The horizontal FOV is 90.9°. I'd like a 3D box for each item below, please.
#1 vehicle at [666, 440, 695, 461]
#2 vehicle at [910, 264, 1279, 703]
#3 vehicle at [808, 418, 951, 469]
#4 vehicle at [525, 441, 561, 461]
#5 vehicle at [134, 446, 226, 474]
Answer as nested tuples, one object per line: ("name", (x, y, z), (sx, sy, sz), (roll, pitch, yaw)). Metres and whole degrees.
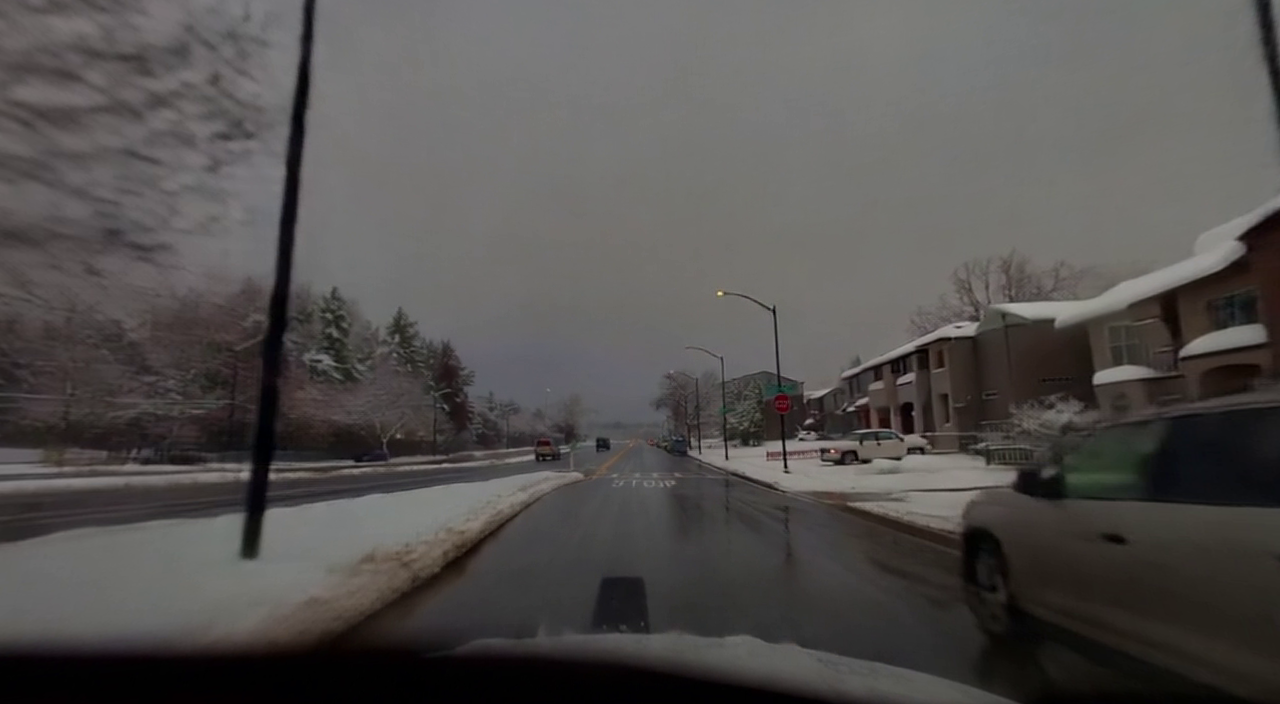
("vehicle", (2.995, 7.430, 47.584), (1.990, 1.508, 4.123), (0, -9, 1))
("vehicle", (3.066, 0.721, 2.448), (2.067, 1.846, 4.384), (0, -9, 0))
("vehicle", (9.652, 3.735, 25.731), (4.823, 1.667, 2.165), (-4, -9, 0))
("vehicle", (-7.579, 7.781, 49.492), (2.024, 1.532, 3.863), (-1, -9, 4))
("vehicle", (-26.231, 6.140, 36.158), (1.811, 1.467, 4.508), (0, -9, 1))
